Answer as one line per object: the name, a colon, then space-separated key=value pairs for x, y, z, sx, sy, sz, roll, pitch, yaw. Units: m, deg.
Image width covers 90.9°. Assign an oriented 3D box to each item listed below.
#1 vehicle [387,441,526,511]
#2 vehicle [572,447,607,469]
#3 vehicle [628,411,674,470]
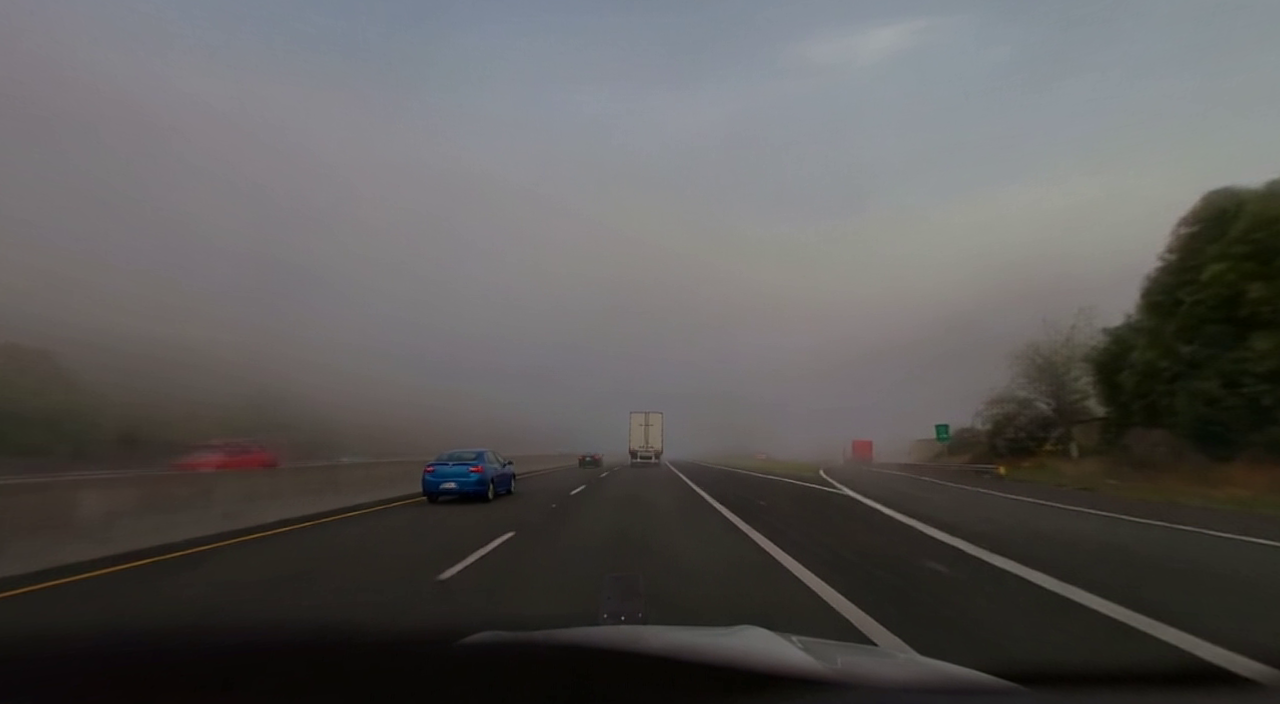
vehicle: x=-4.245 y=2.933 z=15.408 sx=2.010 sy=1.461 sz=4.391 roll=0 pitch=-9 yaw=1
vehicle: x=-3.471 y=7.383 z=44.070 sx=1.981 sy=1.435 sz=4.199 roll=0 pitch=-9 yaw=2
vehicle: x=0.724 y=6.262 z=44.189 sx=2.893 sy=3.628 sz=9.081 roll=0 pitch=-9 yaw=1
